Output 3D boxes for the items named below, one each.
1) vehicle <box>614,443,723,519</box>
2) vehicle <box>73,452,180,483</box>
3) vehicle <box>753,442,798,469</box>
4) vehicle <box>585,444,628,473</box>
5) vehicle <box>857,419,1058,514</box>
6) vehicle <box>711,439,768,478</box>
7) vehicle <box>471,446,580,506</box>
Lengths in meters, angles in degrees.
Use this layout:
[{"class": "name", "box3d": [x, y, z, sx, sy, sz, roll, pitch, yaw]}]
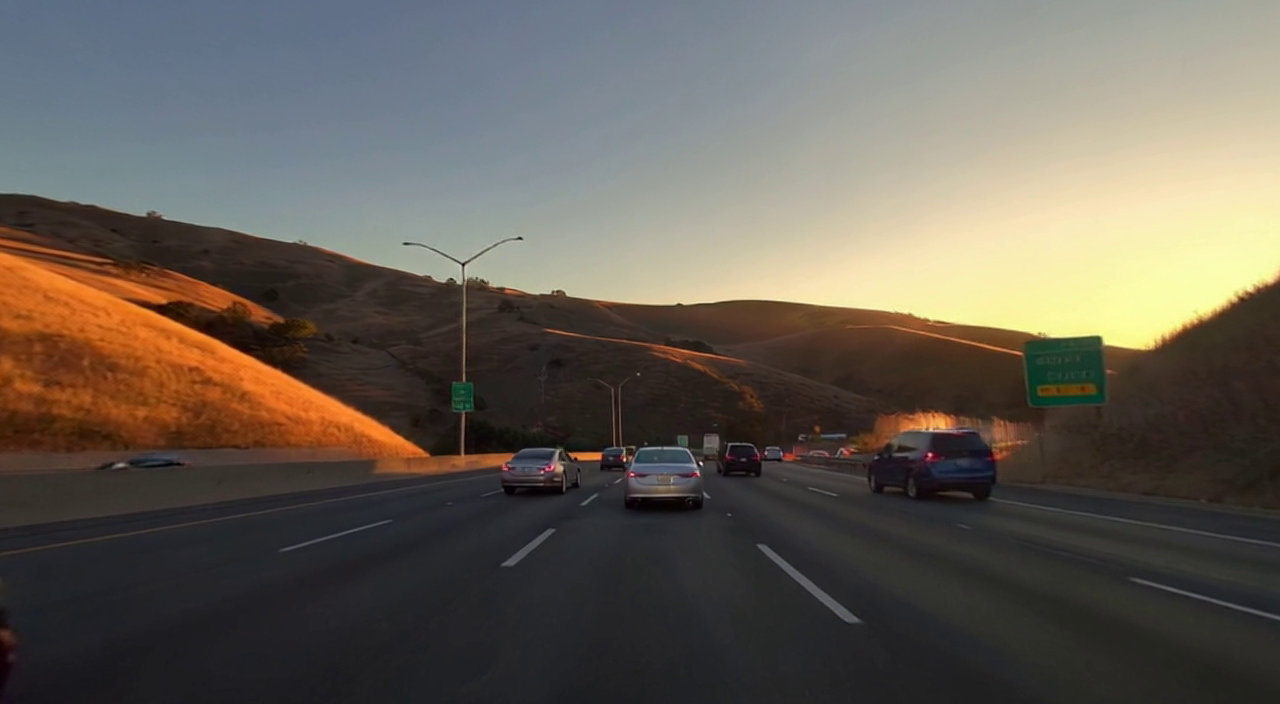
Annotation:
[{"class": "vehicle", "box3d": [0.603, 2.756, 14.018, 2.072, 1.431, 3.904, -1, -8, 2]}, {"class": "vehicle", "box3d": [-27.292, 6.135, 33.732, 1.841, 1.458, 4.454, -1, -8, 2]}, {"class": "vehicle", "box3d": [8.595, 6.593, 40.485, 2.032, 1.580, 4.928, -1, -8, 3]}, {"class": "vehicle", "box3d": [-1.918, 6.291, 37.417, 2.034, 1.572, 4.444, -1, -8, 4]}, {"class": "vehicle", "box3d": [7.046, 2.593, 14.804, 2.210, 1.831, 4.843, 0, -8, 1]}, {"class": "vehicle", "box3d": [4.631, 5.034, 30.034, 2.083, 1.693, 4.740, 0, -8, 2]}, {"class": "vehicle", "box3d": [-2.969, 3.327, 17.455, 2.017, 1.446, 4.384, -1, -8, 3]}]
